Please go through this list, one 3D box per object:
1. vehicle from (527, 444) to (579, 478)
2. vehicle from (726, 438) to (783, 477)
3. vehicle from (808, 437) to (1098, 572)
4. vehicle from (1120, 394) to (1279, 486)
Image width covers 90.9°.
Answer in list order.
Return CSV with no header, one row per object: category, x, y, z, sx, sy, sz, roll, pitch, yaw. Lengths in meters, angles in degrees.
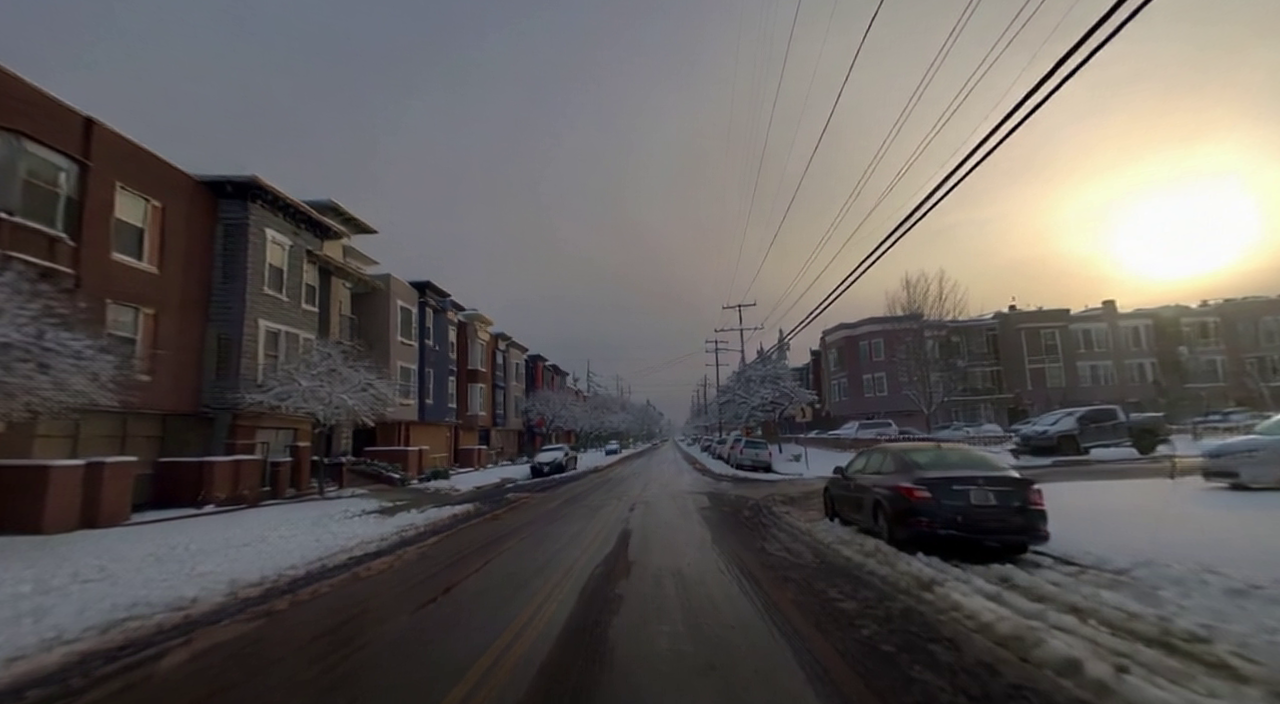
vehicle,-4.444,5.638,32.928,1.913,1.672,4.267,-1,-8,3
vehicle,5.018,4.689,28.198,1.914,1.591,3.892,0,-8,1
vehicle,4.026,1.999,9.247,1.928,1.440,4.738,0,-8,2
vehicle,11.241,1.663,11.895,1.801,1.491,3.488,-1,-8,6
